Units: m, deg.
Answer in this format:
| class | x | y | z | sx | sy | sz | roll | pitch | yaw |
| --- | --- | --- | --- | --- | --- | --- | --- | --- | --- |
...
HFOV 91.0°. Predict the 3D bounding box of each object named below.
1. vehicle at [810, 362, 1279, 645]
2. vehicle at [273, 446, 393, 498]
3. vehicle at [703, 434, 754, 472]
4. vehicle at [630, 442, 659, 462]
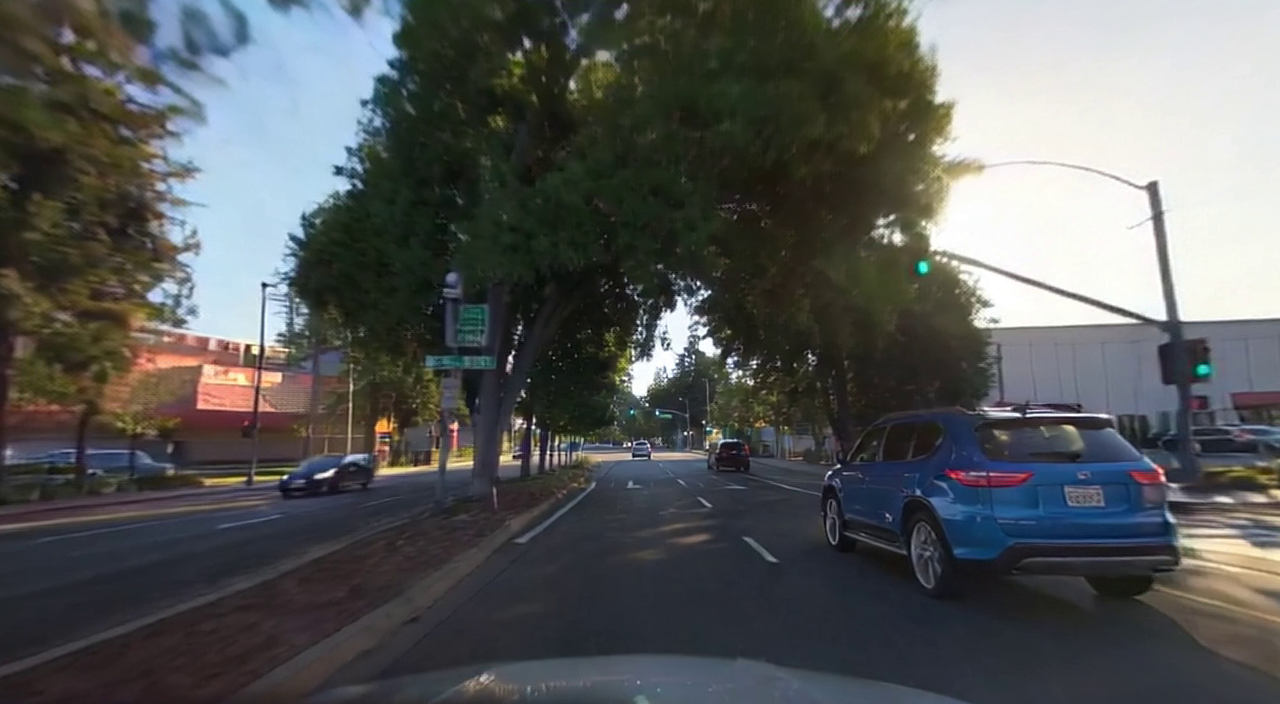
| class | x | y | z | sx | sy | sz | roll | pitch | yaw |
| --- | --- | --- | --- | --- | --- | --- | --- | --- | --- |
| vehicle | 3.374 | 1.317 | 6.419 | 2.033 | 1.865 | 4.360 | 0 | -8 | 0 |
| vehicle | -9.772 | 3.802 | 20.455 | 1.932 | 1.483 | 4.246 | 1 | -8 | -3 |
| vehicle | 4.506 | 5.241 | 32.889 | 2.085 | 1.828 | 5.383 | 0 | -8 | 3 |
| vehicle | 0.332 | 7.700 | 48.565 | 2.131 | 1.474 | 4.146 | 0 | -8 | 1 |
